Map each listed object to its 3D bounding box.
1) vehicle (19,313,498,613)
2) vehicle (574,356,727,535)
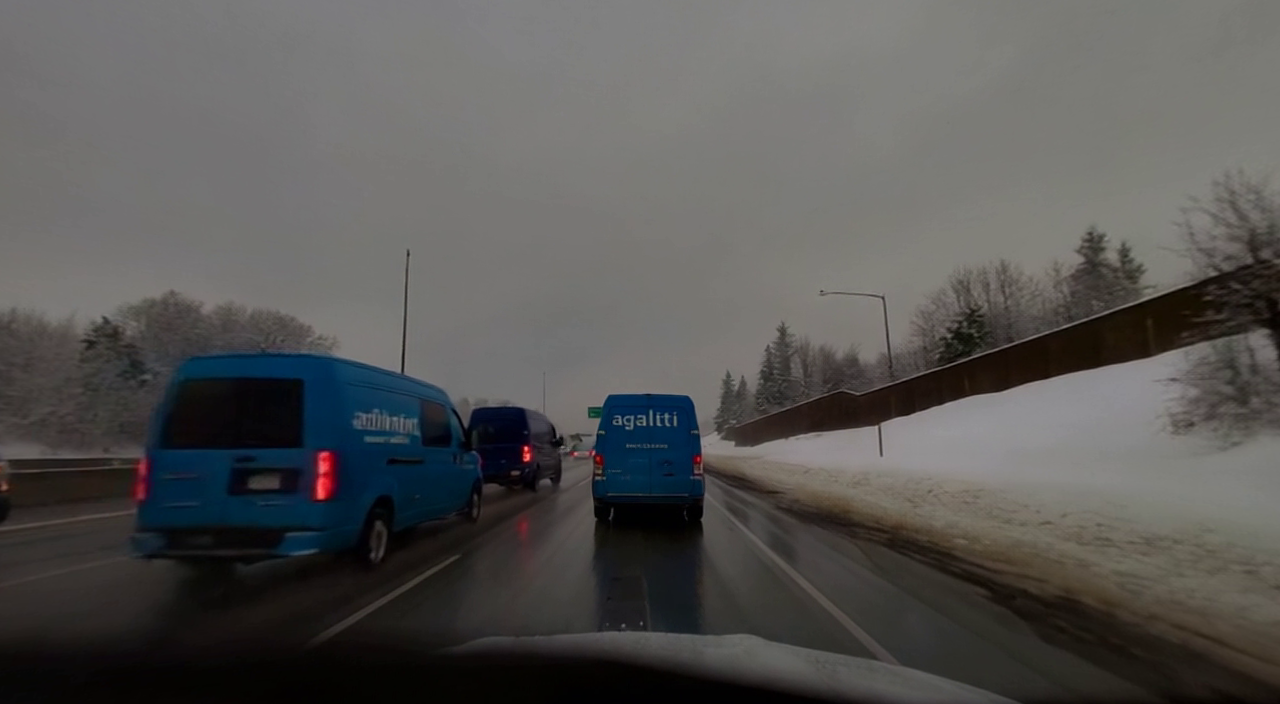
[{"bbox_3d":[-3.703,1.280,7.941,2.729,2.439,5.418,0,-8,-2],"label":"vehicle"},{"bbox_3d":[0.147,1.884,12.911,2.316,2.738,6.398,0,-9,0],"label":"vehicle"}]
